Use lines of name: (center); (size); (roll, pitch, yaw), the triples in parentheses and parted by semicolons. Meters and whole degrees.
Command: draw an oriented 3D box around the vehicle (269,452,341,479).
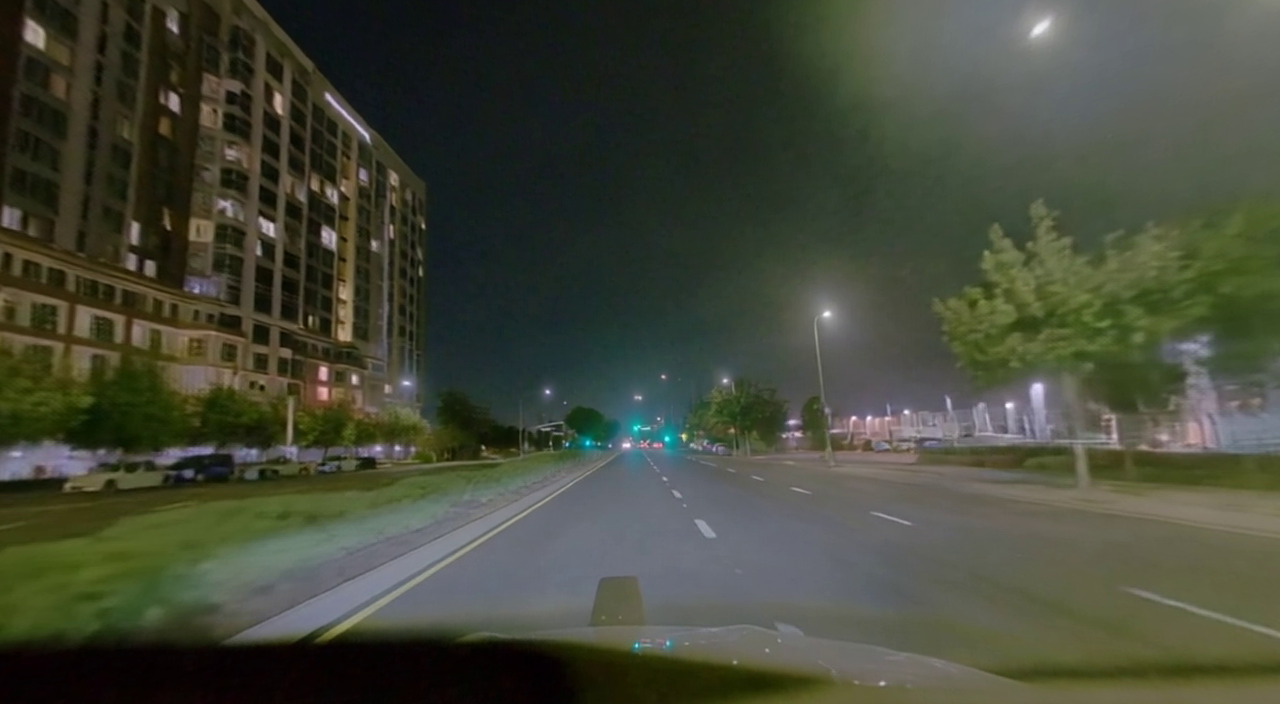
vehicle: (-20.328, 6.852, 38.529); (1.798, 1.487, 4.486); (0, -8, 2)

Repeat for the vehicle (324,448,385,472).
vehicle: (-19.731, 7.530, 43.902); (1.920, 1.561, 4.654); (-1, -10, 2)

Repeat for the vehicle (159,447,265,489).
vehicle: (-21.211, 5.742, 31.604); (1.879, 1.757, 4.656); (-2, -7, 3)

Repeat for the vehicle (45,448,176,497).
vehicle: (-22.038, 4.997, 26.565); (1.863, 1.845, 4.073); (0, -8, 1)
